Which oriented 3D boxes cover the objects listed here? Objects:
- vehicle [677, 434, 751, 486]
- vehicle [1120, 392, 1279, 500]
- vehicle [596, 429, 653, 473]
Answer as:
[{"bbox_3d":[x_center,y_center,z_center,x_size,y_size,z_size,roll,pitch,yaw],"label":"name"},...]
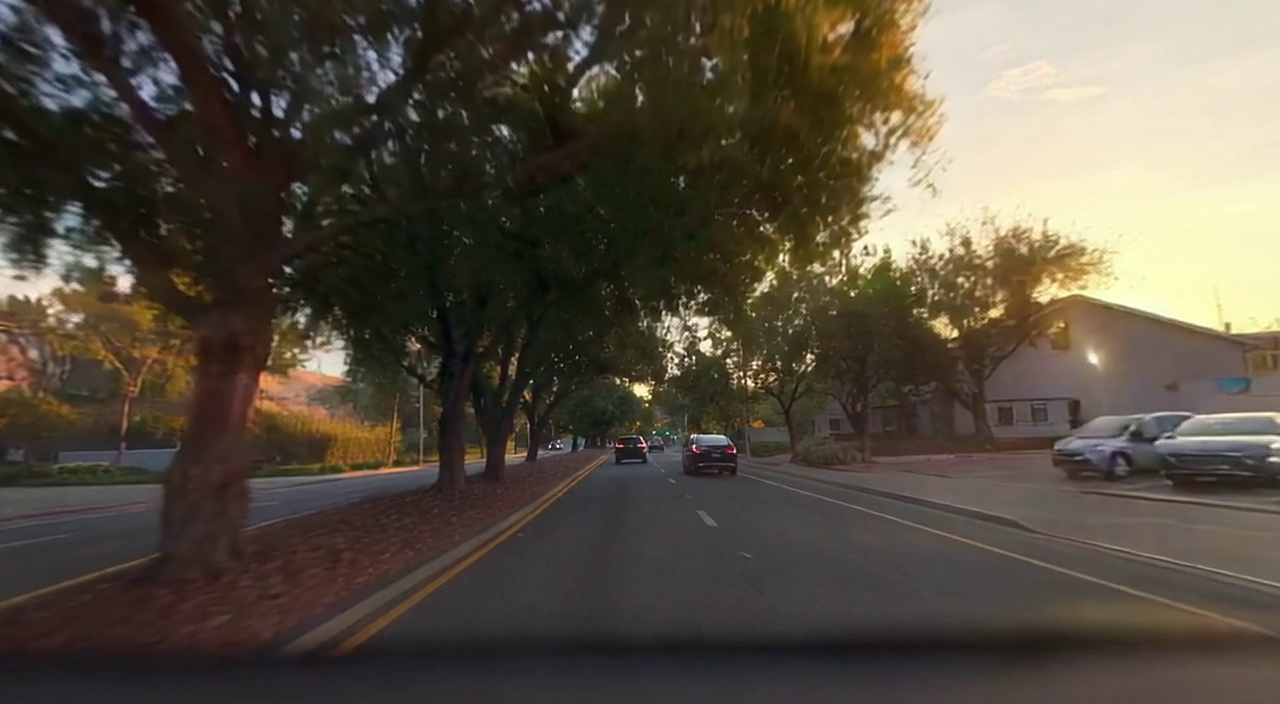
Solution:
[{"bbox_3d":[2.464,3.719,22.072,2.003,1.614,4.072,0,-8,-2],"label":"vehicle"},{"bbox_3d":[11.529,1.647,11.139,2.158,1.780,4.476,8,-12,-44],"label":"vehicle"},{"bbox_3d":[-0.720,4.657,29.834,2.488,1.881,4.814,0,-8,-1],"label":"vehicle"}]
